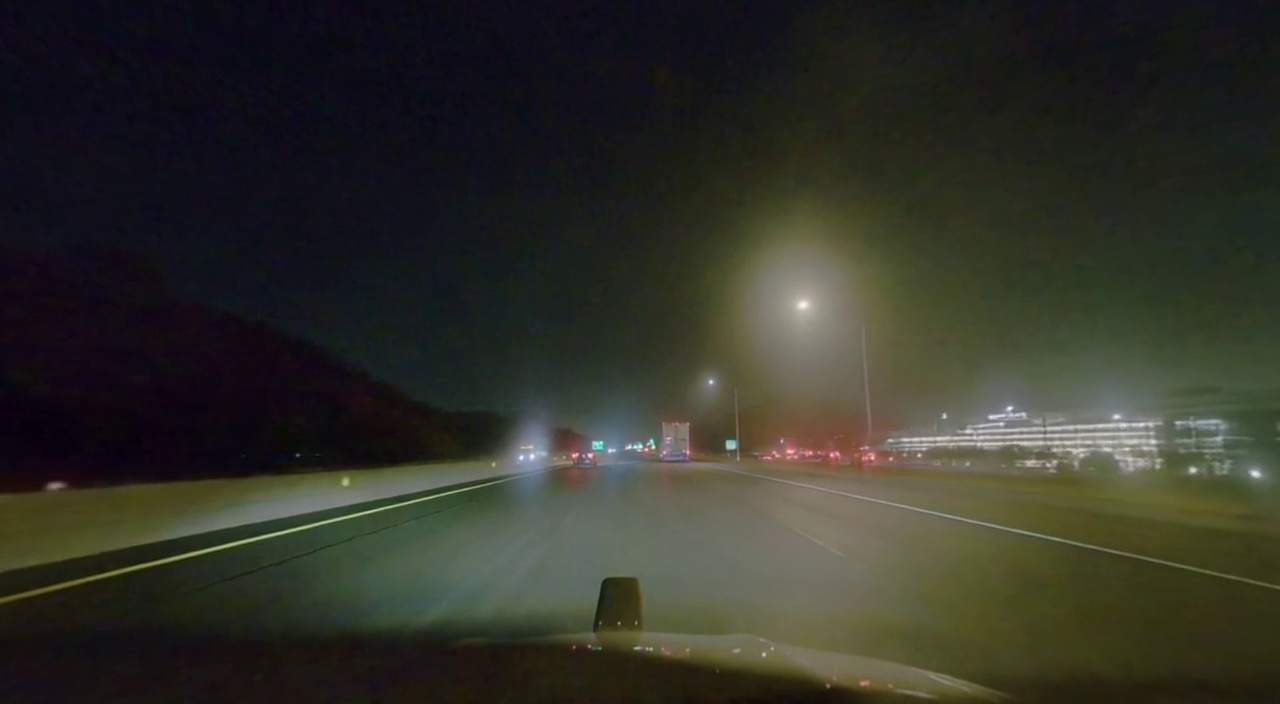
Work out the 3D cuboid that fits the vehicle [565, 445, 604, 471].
[{"bbox_3d":[-3.404,6.630,39.395,2.100,1.525,4.179,0,-9,-1],"label":"vehicle"}]
